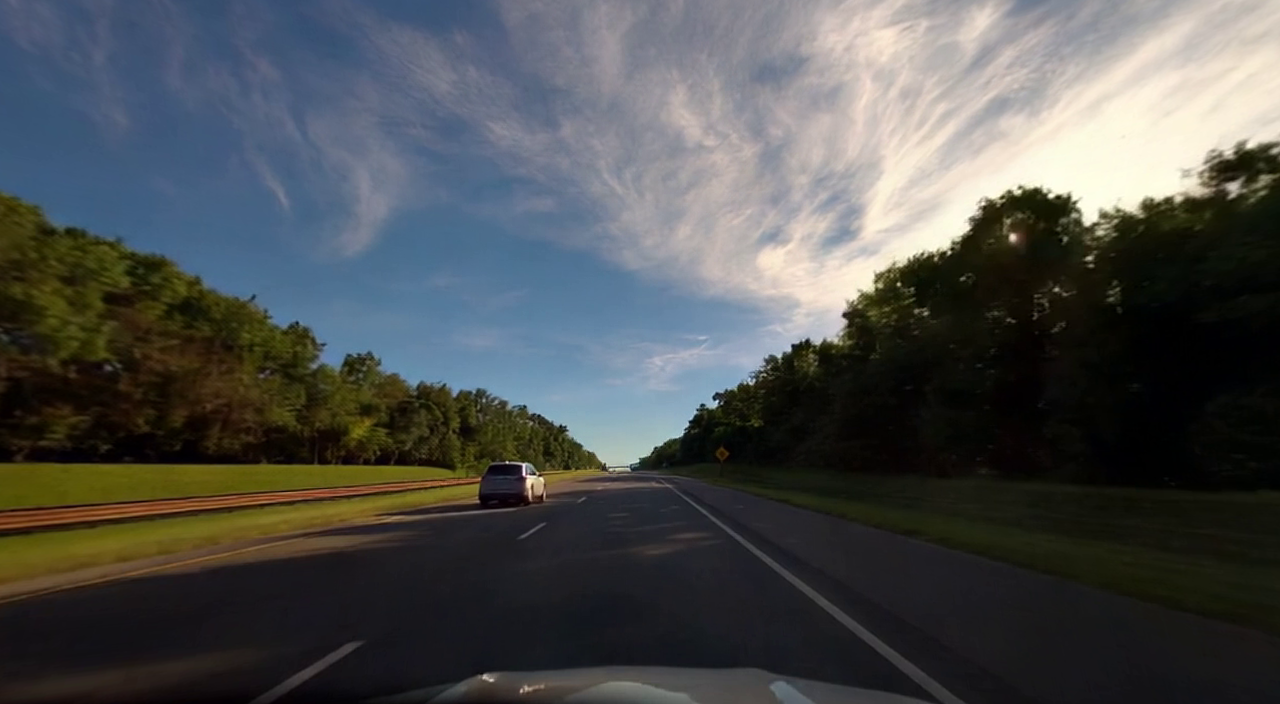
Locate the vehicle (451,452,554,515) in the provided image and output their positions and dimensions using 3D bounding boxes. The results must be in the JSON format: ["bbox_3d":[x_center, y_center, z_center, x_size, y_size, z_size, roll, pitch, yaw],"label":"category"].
[{"bbox_3d":[-3.937,3.903,18.981,1.928,1.593,4.871,1,-10,1],"label":"vehicle"}]
